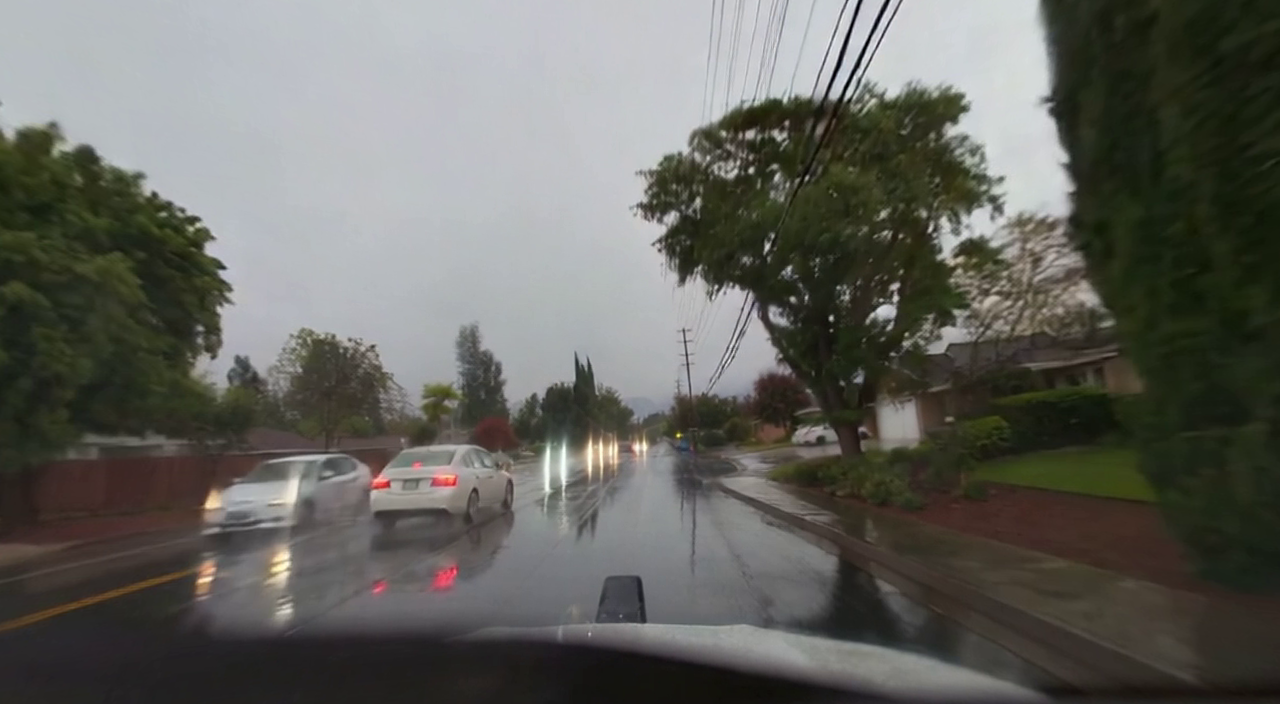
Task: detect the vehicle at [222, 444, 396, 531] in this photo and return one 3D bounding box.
[{"bbox_3d":[-7.457,3.024,14.765,1.950,1.670,3.926,0,-8,0],"label":"vehicle"}]

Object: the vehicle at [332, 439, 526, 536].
[{"bbox_3d":[-3.711,2.443,12.200,2.041,1.471,4.602,-1,-8,2],"label":"vehicle"}]

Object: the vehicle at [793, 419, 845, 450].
[{"bbox_3d":[11.518,5.414,41.059,2.121,1.799,5.124,-3,-8,3],"label":"vehicle"}]
